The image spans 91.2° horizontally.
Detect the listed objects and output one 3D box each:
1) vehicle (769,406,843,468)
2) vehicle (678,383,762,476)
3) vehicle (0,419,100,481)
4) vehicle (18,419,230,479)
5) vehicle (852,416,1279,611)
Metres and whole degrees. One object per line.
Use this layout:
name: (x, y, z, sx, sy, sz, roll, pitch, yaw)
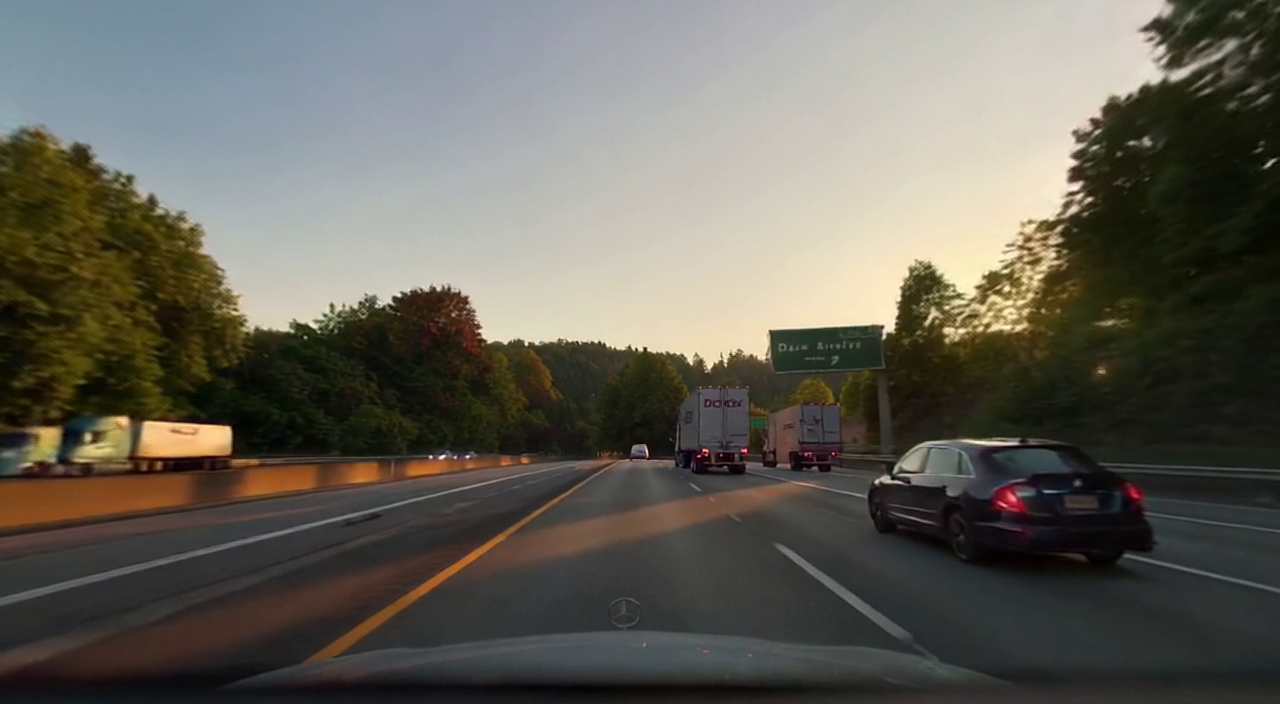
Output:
vehicle: (11.562, 6.095, 44.629, 2.938, 3.990, 8.556, 0, -9, 0)
vehicle: (3.738, 4.049, 31.903, 3.025, 4.010, 9.542, 0, -9, 0)
vehicle: (-41.148, 6.627, 42.405, 2.953, 3.887, 5.973, -2, -9, 15)
vehicle: (-39.240, 7.534, 48.900, 2.902, 4.034, 13.124, -3, -9, 16)
vehicle: (4.032, 1.546, 6.867, 1.948, 1.481, 3.955, 0, -9, -1)
